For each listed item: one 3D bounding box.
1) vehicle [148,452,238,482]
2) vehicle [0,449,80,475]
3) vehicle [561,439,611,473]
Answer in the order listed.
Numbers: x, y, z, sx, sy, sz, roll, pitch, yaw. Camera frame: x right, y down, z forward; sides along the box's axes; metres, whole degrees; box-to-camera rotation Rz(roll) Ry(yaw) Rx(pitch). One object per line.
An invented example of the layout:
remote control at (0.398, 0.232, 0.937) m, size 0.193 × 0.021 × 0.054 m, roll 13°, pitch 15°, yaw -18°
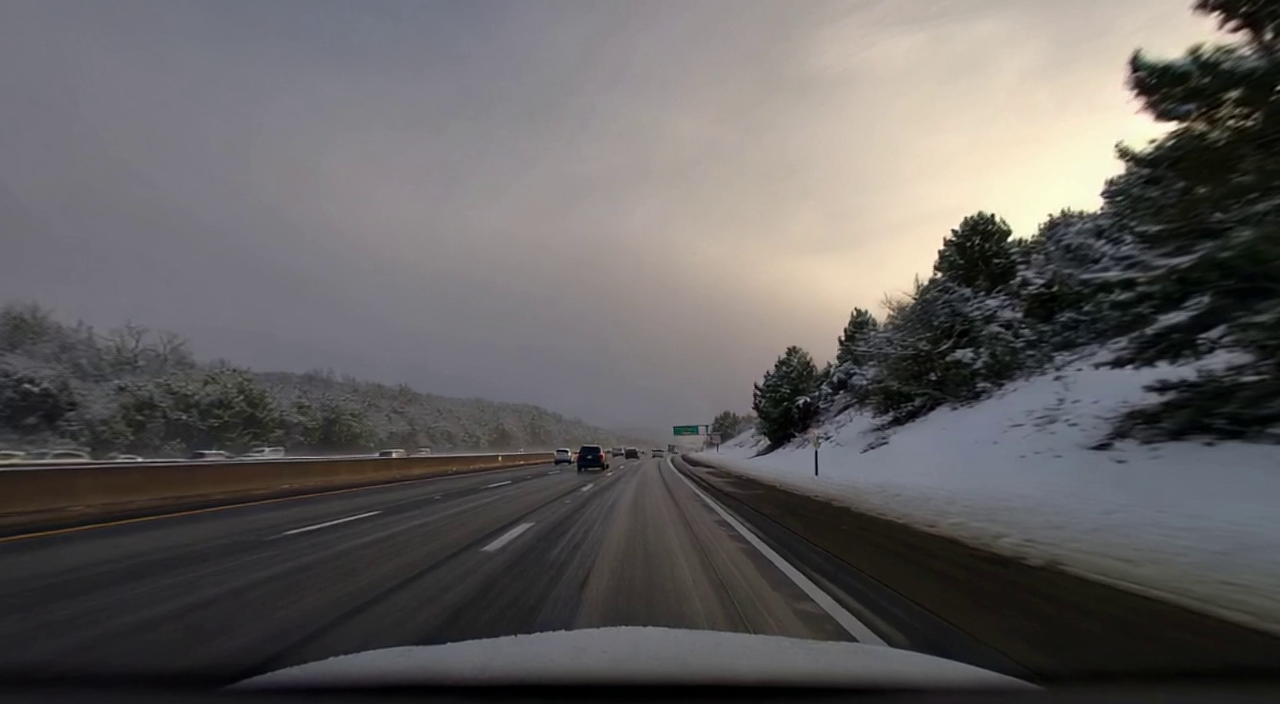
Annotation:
vehicle at (-27.165, 6.961, 38.340) m, size 2.016 × 1.671 × 4.537 m, roll 0°, pitch -8°, yaw 2°
vehicle at (-46.948, 8.418, 48.206) m, size 2.232 × 1.818 × 6.001 m, roll 0°, pitch -8°, yaw 1°
vehicle at (-3.150, 6.226, 37.964) m, size 2.413 × 1.896 × 5.218 m, roll 0°, pitch -8°, yaw 1°
